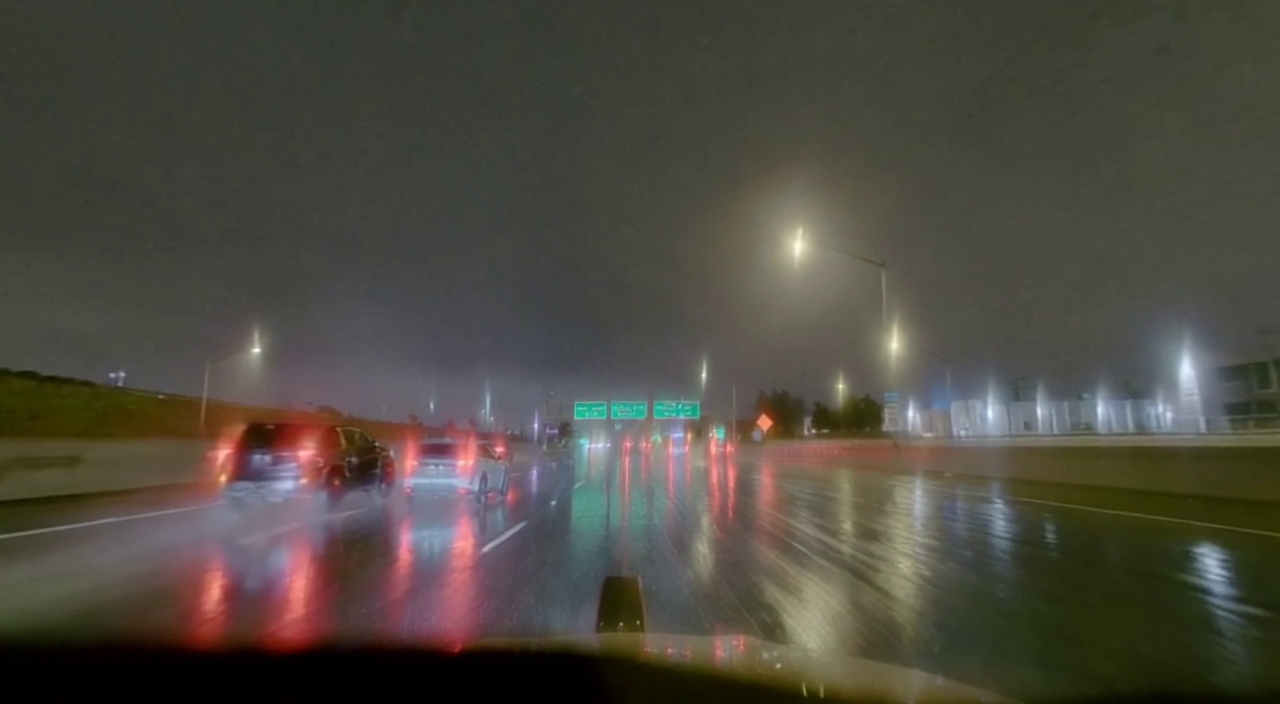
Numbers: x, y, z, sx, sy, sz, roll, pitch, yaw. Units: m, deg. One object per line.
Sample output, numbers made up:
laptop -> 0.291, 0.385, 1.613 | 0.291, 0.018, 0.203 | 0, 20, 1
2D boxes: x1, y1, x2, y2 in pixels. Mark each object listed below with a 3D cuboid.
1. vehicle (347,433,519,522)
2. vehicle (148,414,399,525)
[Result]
vehicle -> -4.035, 2.519, 13.277 | 2.051, 1.516, 4.493 | 0, -8, 0
vehicle -> -7.229, 2.371, 13.358 | 2.208, 1.876, 5.088 | 0, -8, 0
